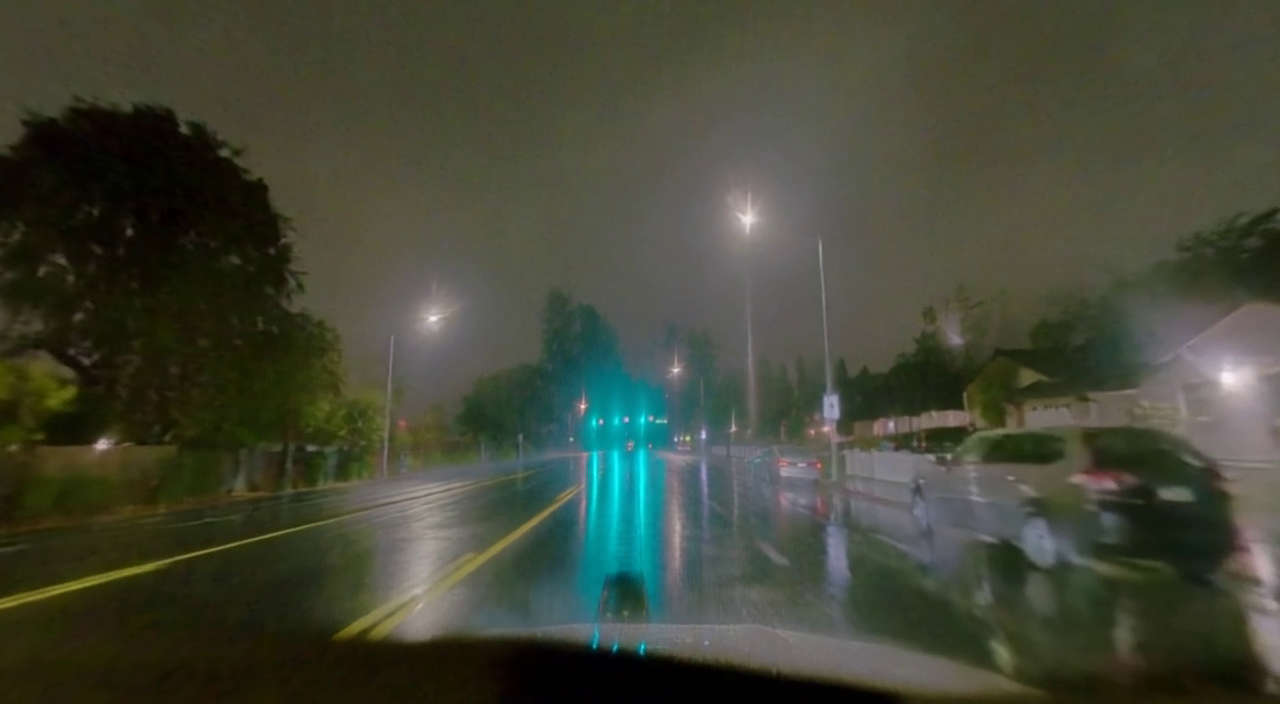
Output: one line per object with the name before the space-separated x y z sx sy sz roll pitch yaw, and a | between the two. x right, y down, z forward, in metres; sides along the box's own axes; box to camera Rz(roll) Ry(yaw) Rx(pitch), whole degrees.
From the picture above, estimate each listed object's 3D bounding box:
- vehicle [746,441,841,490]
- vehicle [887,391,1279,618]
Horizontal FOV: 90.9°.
vehicle | 5.010 3.766 21.312 1.995 1.472 4.884 0 -9 0
vehicle | 4.814 1.525 7.240 2.069 1.743 4.595 0 -9 0
